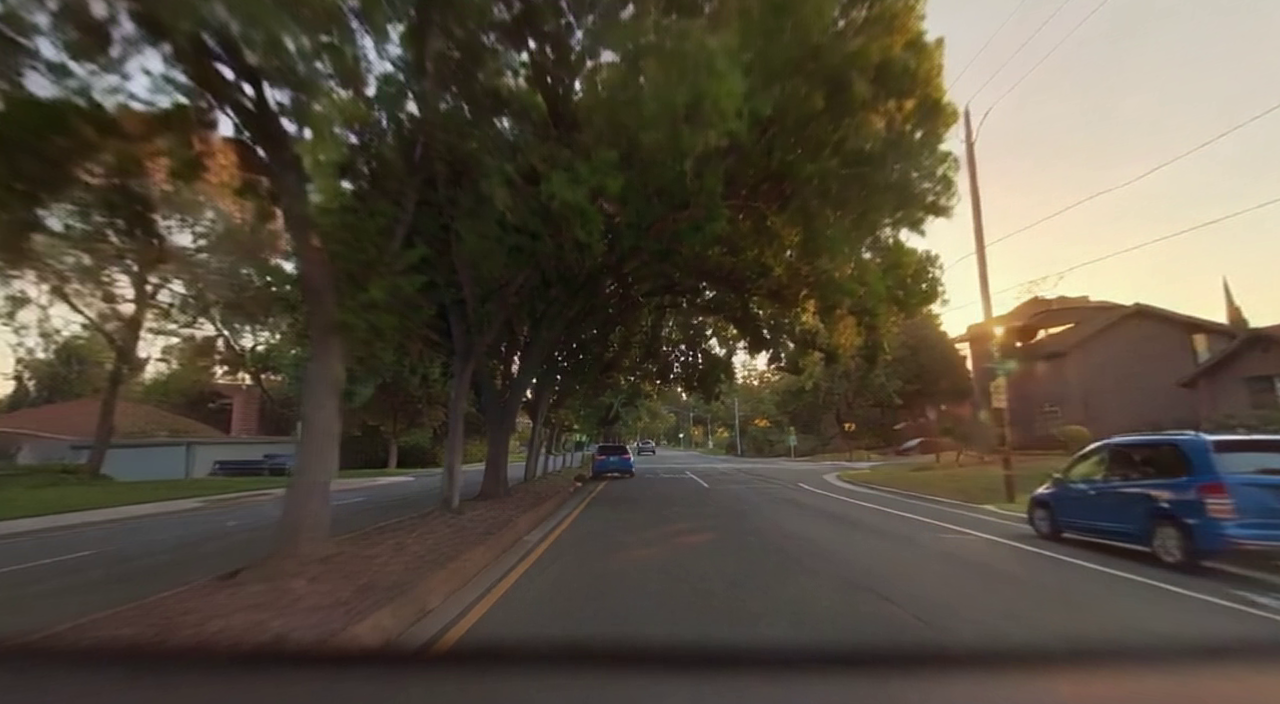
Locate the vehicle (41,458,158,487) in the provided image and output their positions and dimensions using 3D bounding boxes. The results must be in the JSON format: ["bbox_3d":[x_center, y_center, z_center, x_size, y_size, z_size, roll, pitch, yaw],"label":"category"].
[{"bbox_3d":[-30.589,6.824,35.892,1.874,1.393,4.724,-2,-9,14],"label":"vehicle"}]

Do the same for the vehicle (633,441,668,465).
[{"bbox_3d":[0.667,6.709,42.168,2.226,1.505,4.128,0,-8,0],"label":"vehicle"}]

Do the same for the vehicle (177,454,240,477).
[{"bbox_3d":[-33.107,8.683,48.450,1.774,1.484,3.684,-5,-8,14],"label":"vehicle"}]

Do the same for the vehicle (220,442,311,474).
[{"bbox_3d":[-27.790,7.867,47.099,2.161,2.233,5.937,-3,-9,14],"label":"vehicle"}]

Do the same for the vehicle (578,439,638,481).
[{"bbox_3d":[-1.258,4.239,25.138,2.158,1.469,4.909,0,-8,-3],"label":"vehicle"}]

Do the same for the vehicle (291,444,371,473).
[{"bbox_3d":[-22.375,7.729,45.995,2.173,1.849,5.752,-5,-9,11],"label":"vehicle"}]
